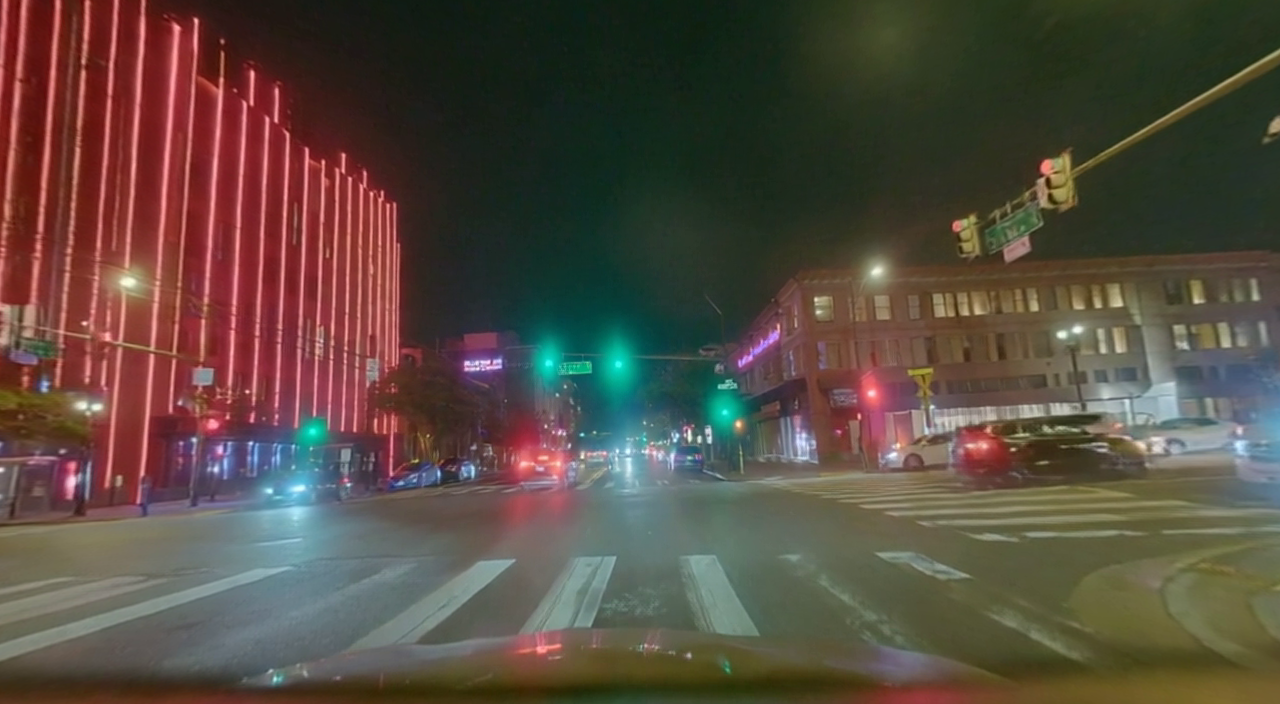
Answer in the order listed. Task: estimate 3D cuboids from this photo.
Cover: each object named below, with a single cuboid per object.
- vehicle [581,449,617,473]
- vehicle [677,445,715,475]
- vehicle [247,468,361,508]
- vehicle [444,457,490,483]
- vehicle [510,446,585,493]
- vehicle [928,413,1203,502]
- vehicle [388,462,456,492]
[{"bbox_3d":[-2.689,7.305,42.417,1.916,1.487,4.535,-1,-8,2],"label":"vehicle"},{"bbox_3d":[3.460,6.721,39.544,1.924,1.765,3.954,0,-8,-2],"label":"vehicle"},{"bbox_3d":[-15.254,6.169,28.931,1.999,1.466,4.535,-2,-9,14],"label":"vehicle"},{"bbox_3d":[-11.897,8.094,43.510,1.933,1.628,3.973,-1,-8,2],"label":"vehicle"},{"bbox_3d":[-3.164,4.107,22.399,1.973,1.496,3.713,-1,-8,2],"label":"vehicle"},{"bbox_3d":[8.310,2.032,12.401,4.540,1.480,2.153,3,-9,-21],"label":"vehicle"},{"bbox_3d":[-12.254,7.015,35.759,1.934,1.434,4.636,-1,-8,4],"label":"vehicle"}]
